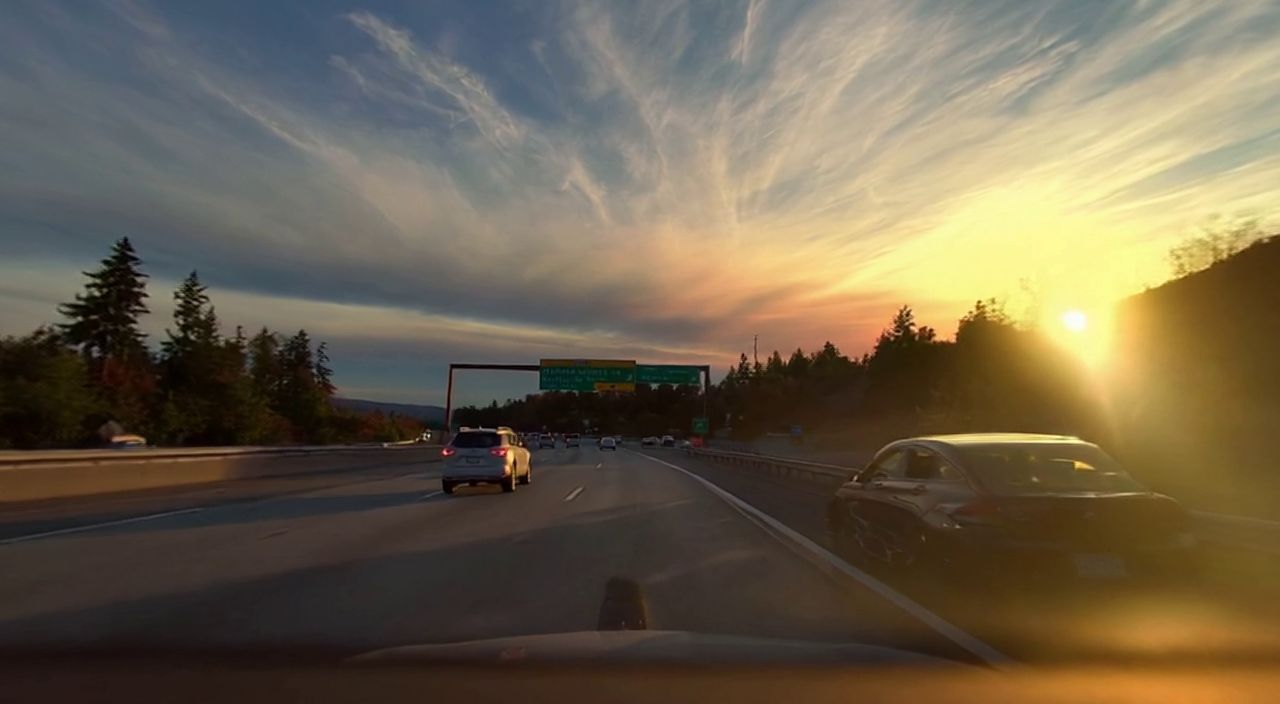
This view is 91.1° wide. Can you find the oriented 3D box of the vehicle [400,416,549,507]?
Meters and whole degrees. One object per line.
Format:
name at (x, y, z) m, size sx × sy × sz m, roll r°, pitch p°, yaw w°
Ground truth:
vehicle at (-3.650, 2.540, 15.012) m, size 2.142 × 1.789 × 5.009 m, roll 0°, pitch -8°, yaw 1°
